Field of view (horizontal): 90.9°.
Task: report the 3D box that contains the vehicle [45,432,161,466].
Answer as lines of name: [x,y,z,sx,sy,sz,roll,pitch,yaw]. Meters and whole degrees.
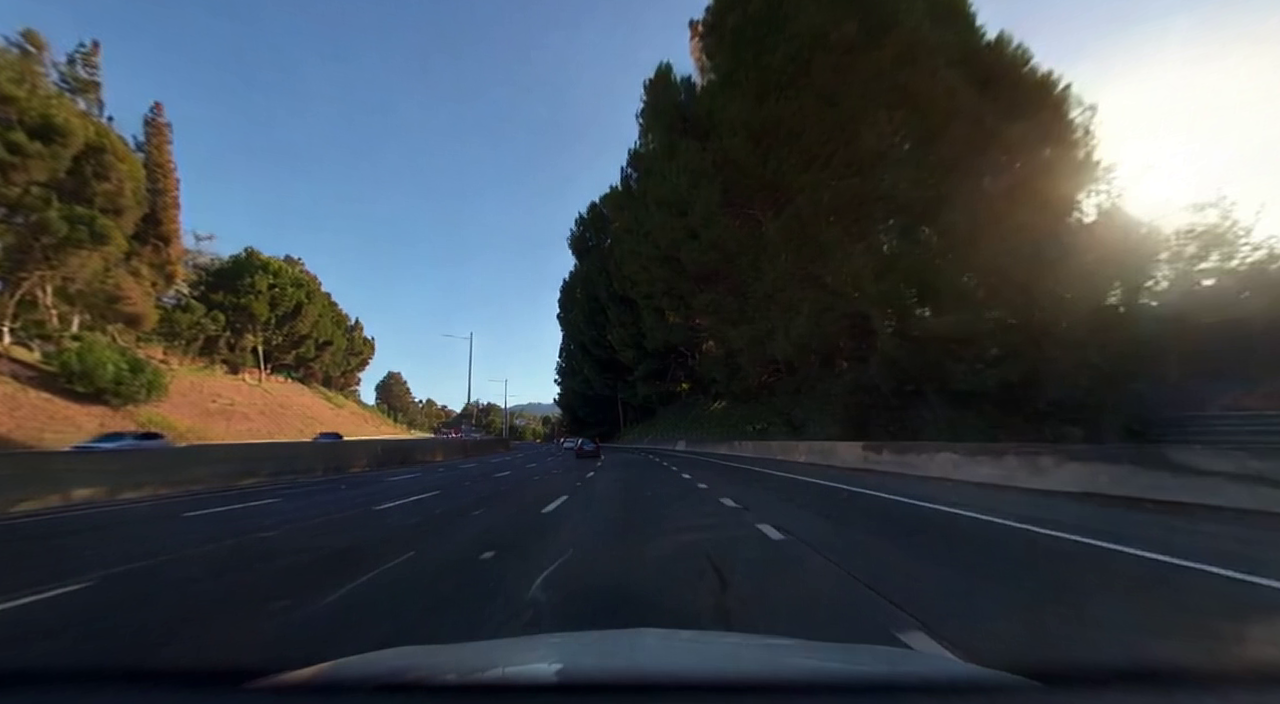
vehicle: [-26.758,4.840,31.677,2.007,1.564,4.506,0,-8,-4]
